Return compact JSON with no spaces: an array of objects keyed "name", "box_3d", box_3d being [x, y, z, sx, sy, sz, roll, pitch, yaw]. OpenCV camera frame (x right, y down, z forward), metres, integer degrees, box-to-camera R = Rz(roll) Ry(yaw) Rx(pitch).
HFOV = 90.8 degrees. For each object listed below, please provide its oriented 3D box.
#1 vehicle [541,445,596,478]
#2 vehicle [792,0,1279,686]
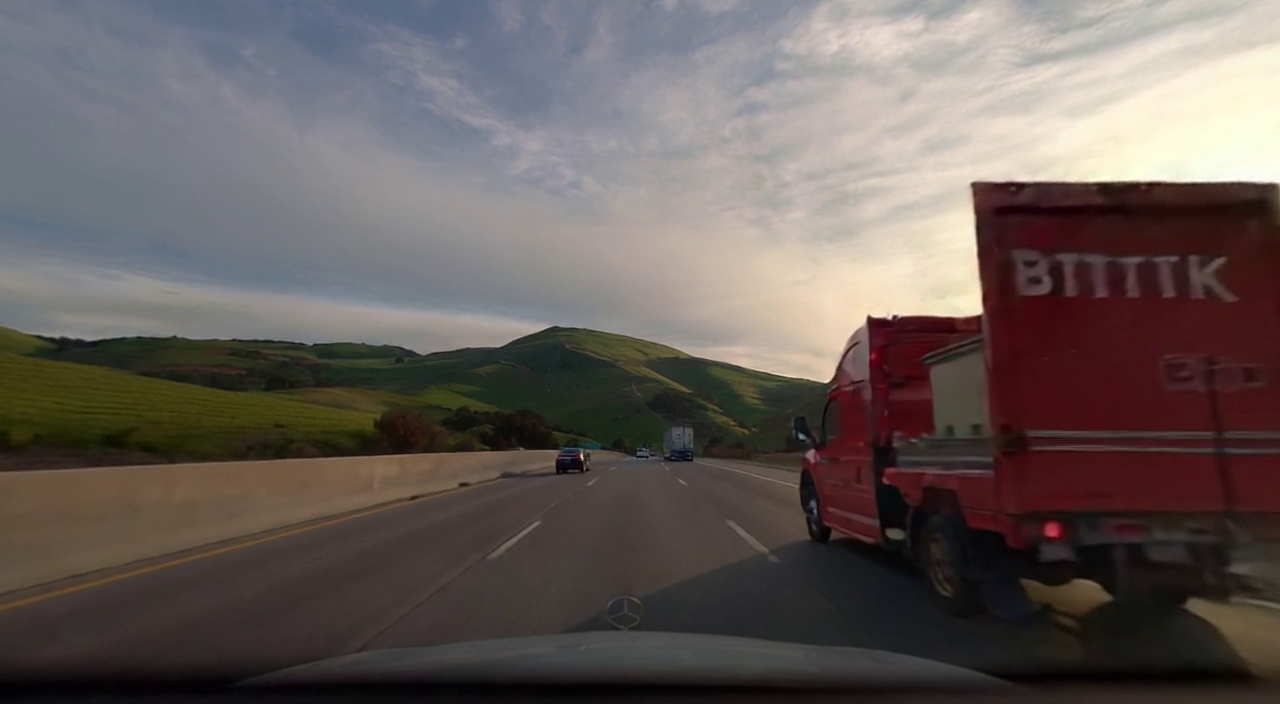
[{"name":"vehicle","box_3d":[-3.521,5.524,32.066,2.060,1.475,5.314,0,-9,1]},{"name":"vehicle","box_3d":[3.999,0.249,6.758,2.999,4.023,6.337,0,-9,-1]}]
